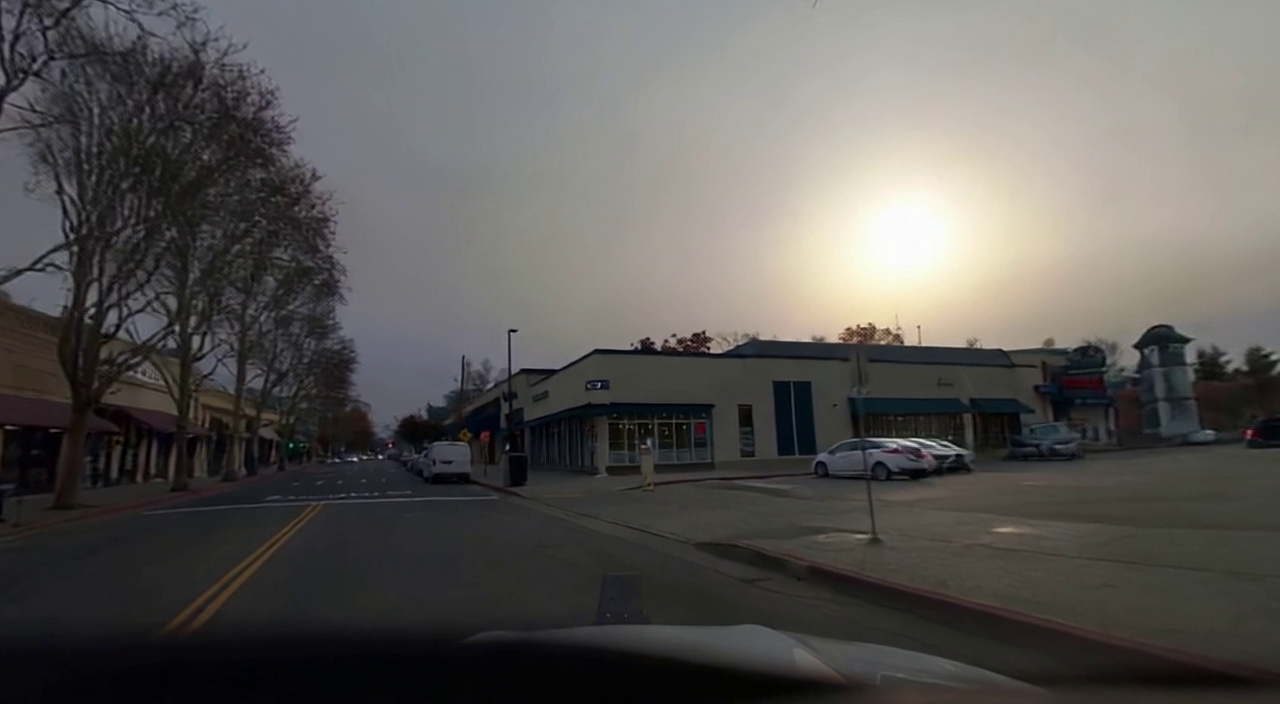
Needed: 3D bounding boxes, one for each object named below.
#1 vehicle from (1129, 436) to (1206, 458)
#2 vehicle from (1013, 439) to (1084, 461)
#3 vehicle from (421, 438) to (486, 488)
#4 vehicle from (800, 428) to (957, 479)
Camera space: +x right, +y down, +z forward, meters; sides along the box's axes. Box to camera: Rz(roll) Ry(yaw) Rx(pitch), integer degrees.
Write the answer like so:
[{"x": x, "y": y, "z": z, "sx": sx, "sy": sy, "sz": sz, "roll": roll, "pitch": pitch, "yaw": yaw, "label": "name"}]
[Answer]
[{"x": 37.097, "y": 6.688, "z": 44.426, "sx": 1.866, "sy": 1.486, "sz": 4.145, "roll": 0, "pitch": -8, "yaw": 1, "label": "vehicle"}, {"x": 26.890, "y": 6.444, "z": 41.589, "sx": 1.557, "sy": 1.372, "sz": 3.538, "roll": 4, "pitch": -10, "yaw": -28, "label": "vehicle"}, {"x": -8.578, "y": 4.960, "z": 28.749, "sx": 2.150, "sy": 2.013, "sz": 4.748, "roll": 4, "pitch": -8, "yaw": -24, "label": "vehicle"}, {"x": 8.407, "y": 3.604, "z": 22.551, "sx": 4.814, "sy": 1.618, "sz": 1.869, "roll": -8, "pitch": -11, "yaw": 41, "label": "vehicle"}]
